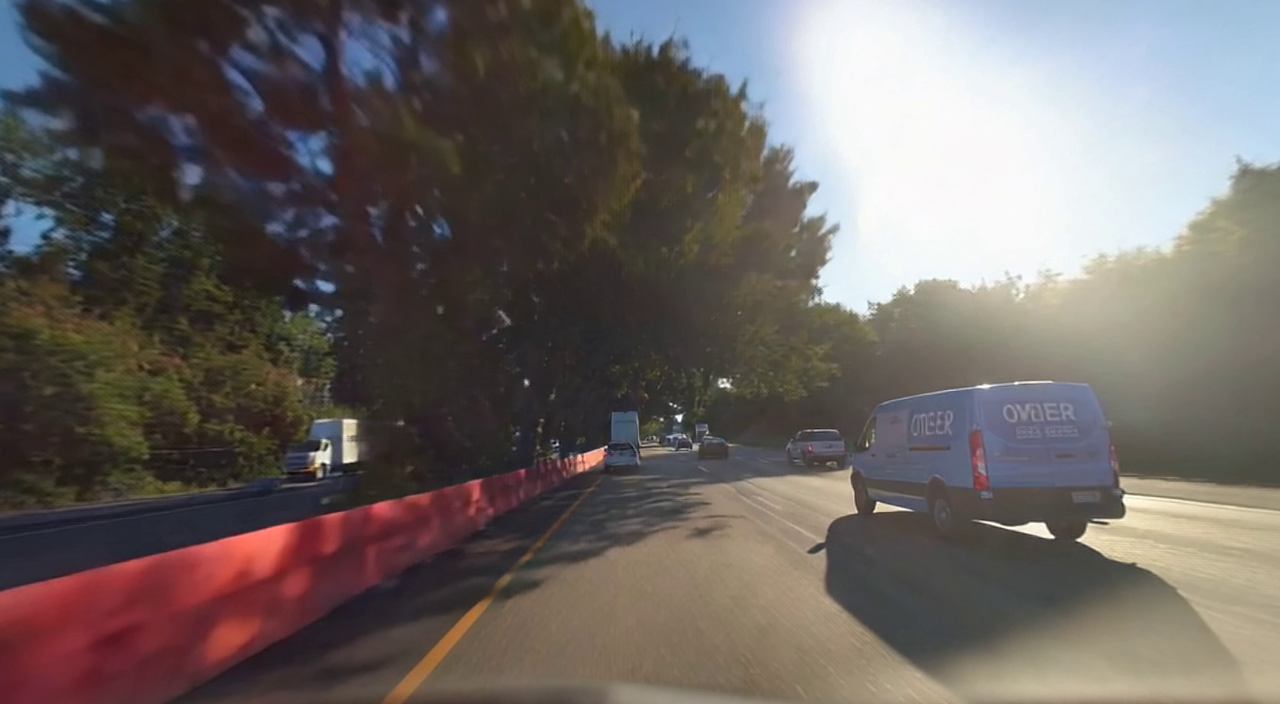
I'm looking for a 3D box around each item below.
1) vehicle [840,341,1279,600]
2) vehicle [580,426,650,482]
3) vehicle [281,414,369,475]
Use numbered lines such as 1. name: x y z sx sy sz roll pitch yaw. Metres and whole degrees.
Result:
1. vehicle: 4.436 1.266 7.533 2.223 2.008 5.121 0 -8 -2
2. vehicle: -0.765 3.326 20.717 2.100 1.636 3.620 0 -8 -1
3. vehicle: -21.768 6.384 43.856 2.977 3.918 5.877 0 -8 0
